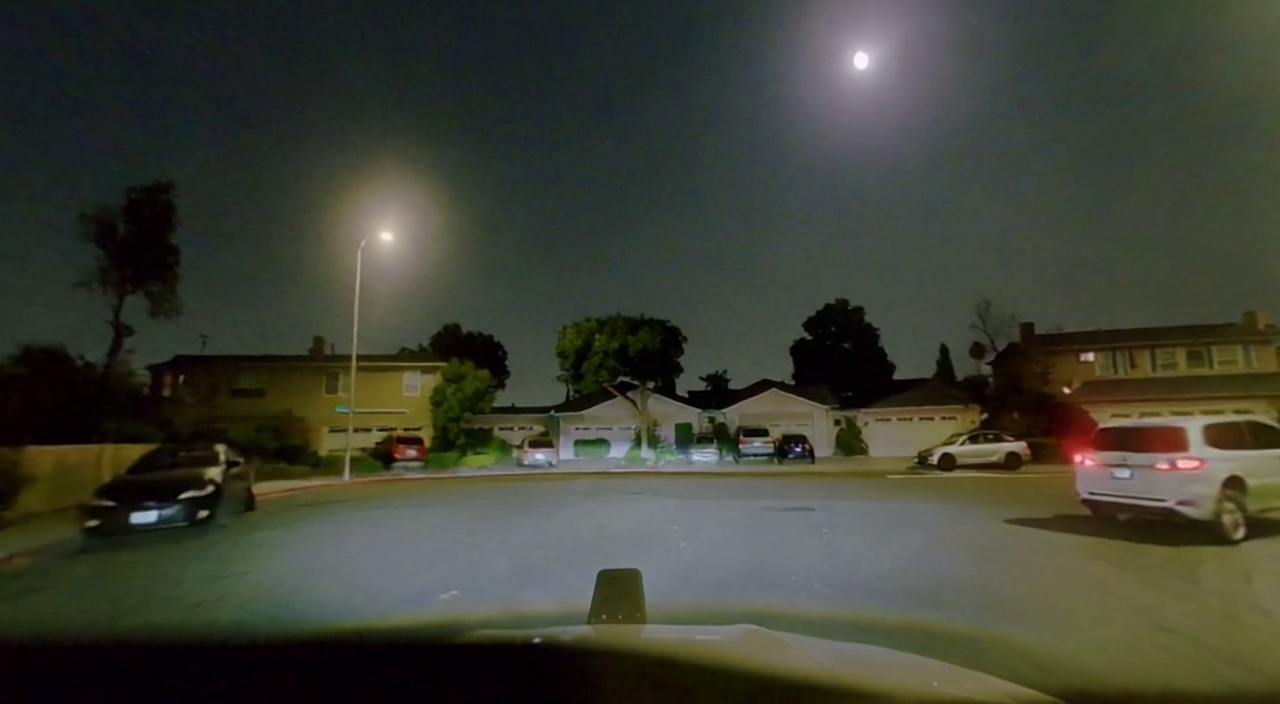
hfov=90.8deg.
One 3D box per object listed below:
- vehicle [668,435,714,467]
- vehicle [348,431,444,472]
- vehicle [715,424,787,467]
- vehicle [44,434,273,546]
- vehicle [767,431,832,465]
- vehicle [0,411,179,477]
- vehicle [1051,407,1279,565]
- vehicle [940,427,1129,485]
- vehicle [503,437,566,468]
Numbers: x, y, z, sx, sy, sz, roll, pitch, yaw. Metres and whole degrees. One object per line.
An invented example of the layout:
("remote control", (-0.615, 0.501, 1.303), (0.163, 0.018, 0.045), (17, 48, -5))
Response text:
("vehicle", (2.579, 5.101, 32.648), (1.833, 1.540, 3.532), (0, -8, -3))
("vehicle", (-12.021, 4.831, 30.944), (5.096, 1.824, 2.305), (-8, -11, 42))
("vehicle", (5.579, 4.832, 32.595), (2.455, 2.018, 5.271), (0, -8, -3))
("vehicle", (-7.896, 2.210, 11.013), (2.236, 1.459, 4.832), (4, -9, -26))
("vehicle", (8.378, 5.087, 33.559), (2.160, 1.695, 4.183), (0, -8, -3))
("vehicle", (-15.913, 2.580, 17.735), (4.400, 1.717, 2.067), (-1, -8, 6))
("vehicle", (8.658, 1.823, 9.330), (4.863, 1.784, 2.109), (4, -10, -28))
("vehicle", (13.143, 3.513, 21.509), (5.082, 1.789, 1.947), (-4, -9, 23))
("vehicle", (-5.693, 5.321, 33.662), (1.932, 1.518, 4.343), (5, -10, -29))
